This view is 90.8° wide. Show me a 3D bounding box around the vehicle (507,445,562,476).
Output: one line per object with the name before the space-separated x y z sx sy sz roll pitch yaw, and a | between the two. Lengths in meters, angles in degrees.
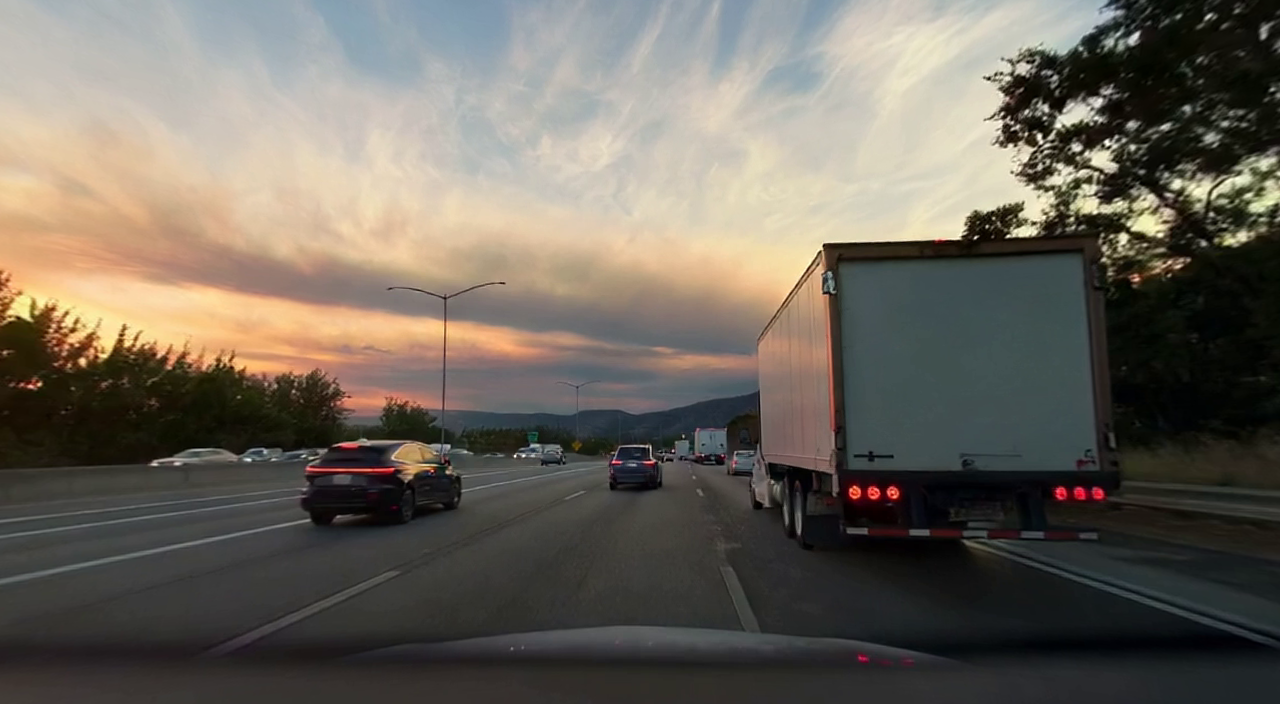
vehicle | -5.907 6.112 35.869 1.958 1.633 4.568 -1 -9 5

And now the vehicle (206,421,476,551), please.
vehicle | -4.617 2.134 10.827 1.988 1.696 4.754 -1 -9 5

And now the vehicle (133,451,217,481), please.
vehicle | -23.216 5.660 31.669 1.480 1.368 3.325 -1 -9 5

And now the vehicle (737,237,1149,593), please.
vehicle | 3.577 1.205 10.608 2.836 3.508 8.723 0 -9 2

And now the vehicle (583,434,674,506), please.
vehicle | -0.161 3.208 17.658 2.103 1.717 4.399 -1 -9 5
